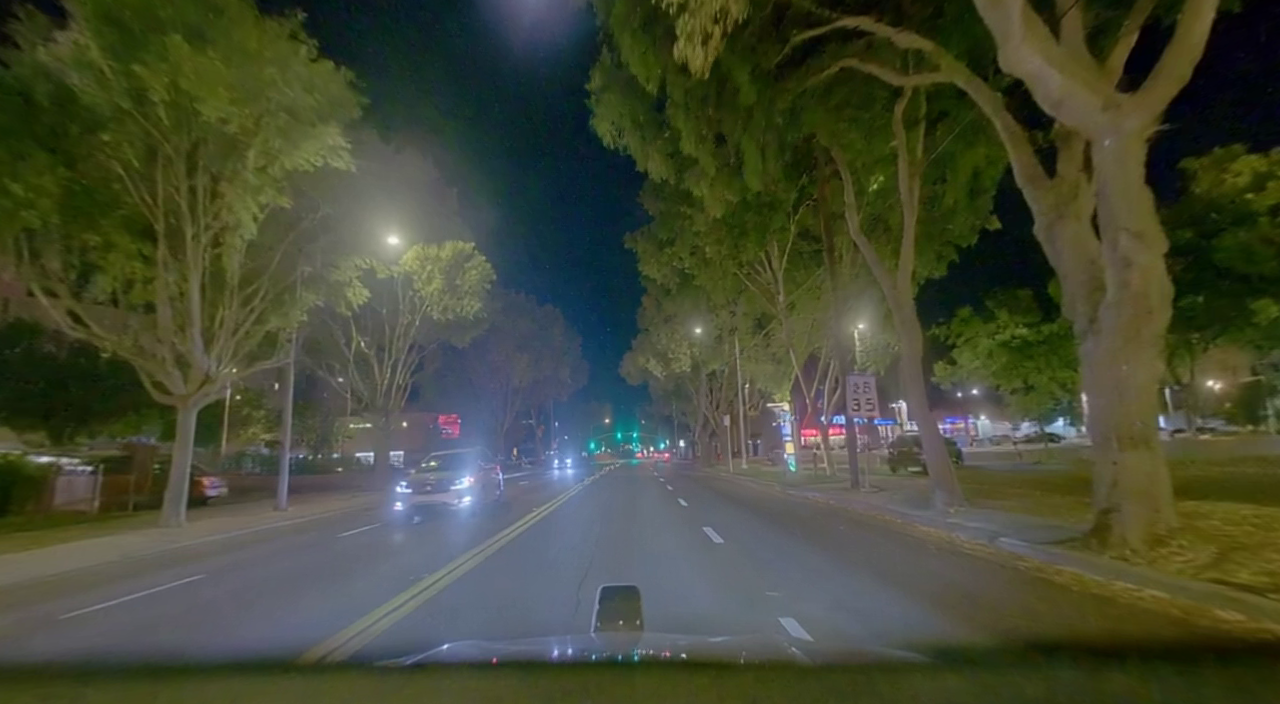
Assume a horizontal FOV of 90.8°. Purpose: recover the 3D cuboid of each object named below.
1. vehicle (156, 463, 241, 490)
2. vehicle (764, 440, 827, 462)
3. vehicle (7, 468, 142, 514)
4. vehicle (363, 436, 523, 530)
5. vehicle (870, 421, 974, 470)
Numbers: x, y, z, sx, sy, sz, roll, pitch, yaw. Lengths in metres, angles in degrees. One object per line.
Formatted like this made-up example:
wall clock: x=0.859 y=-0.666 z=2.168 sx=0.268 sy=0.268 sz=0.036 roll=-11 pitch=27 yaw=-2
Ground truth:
vehicle: x=-30.474 y=8.589 z=43.767 sx=4.361 sy=1.653 sz=1.946 roll=2 pitch=-9 yaw=-17
vehicle: x=10.954 y=6.931 z=44.351 sx=4.587 sy=1.504 sz=1.928 roll=7 pitch=-11 yaw=-39
vehicle: x=-22.386 y=5.469 z=25.289 sx=1.779 sy=1.475 sz=4.483 roll=1 pitch=-9 yaw=-10
vehicle: x=-4.158 y=2.828 z=14.333 sx=2.103 sy=1.750 sz=4.660 roll=0 pitch=-9 yaw=0
vehicle: x=11.366 y=3.734 z=25.253 sx=2.124 sy=1.711 sz=5.059 roll=-8 pitch=-12 yaw=43
